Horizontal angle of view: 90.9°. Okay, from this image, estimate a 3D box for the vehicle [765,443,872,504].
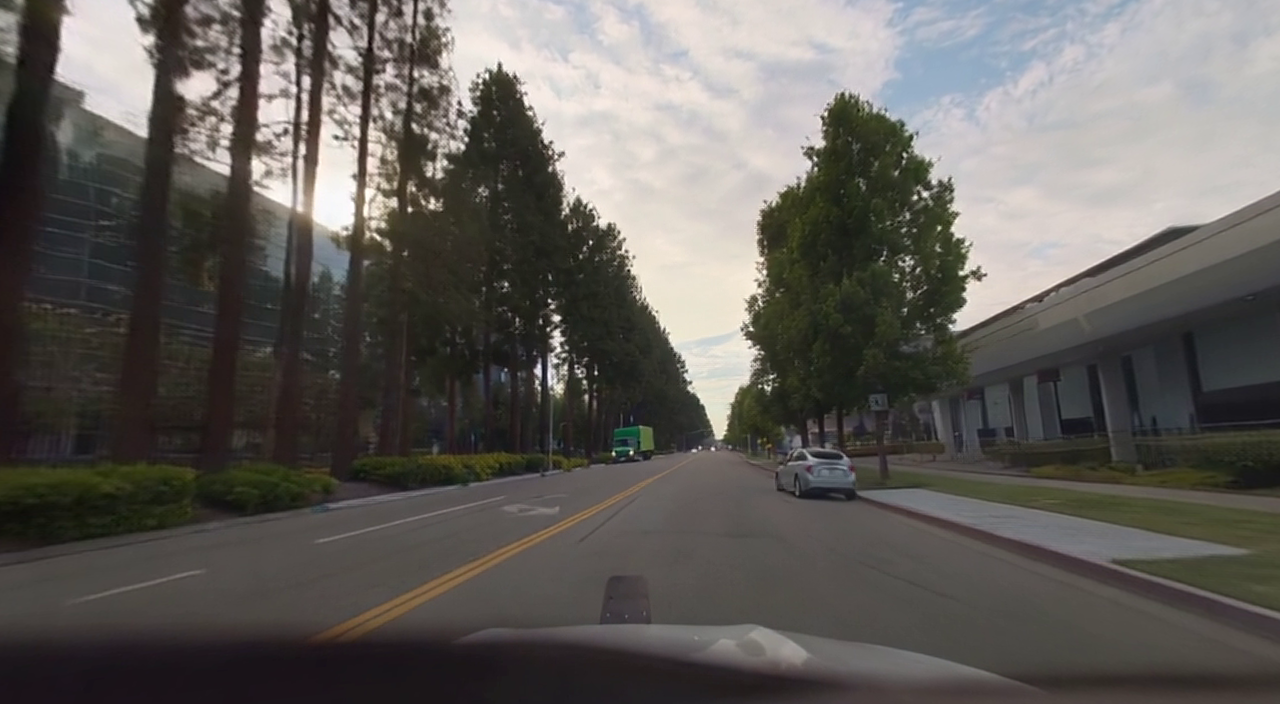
[{"bbox_3d":[4.959,3.437,18.232,2.098,1.509,4.389,0,-9,4],"label":"vehicle"}]
